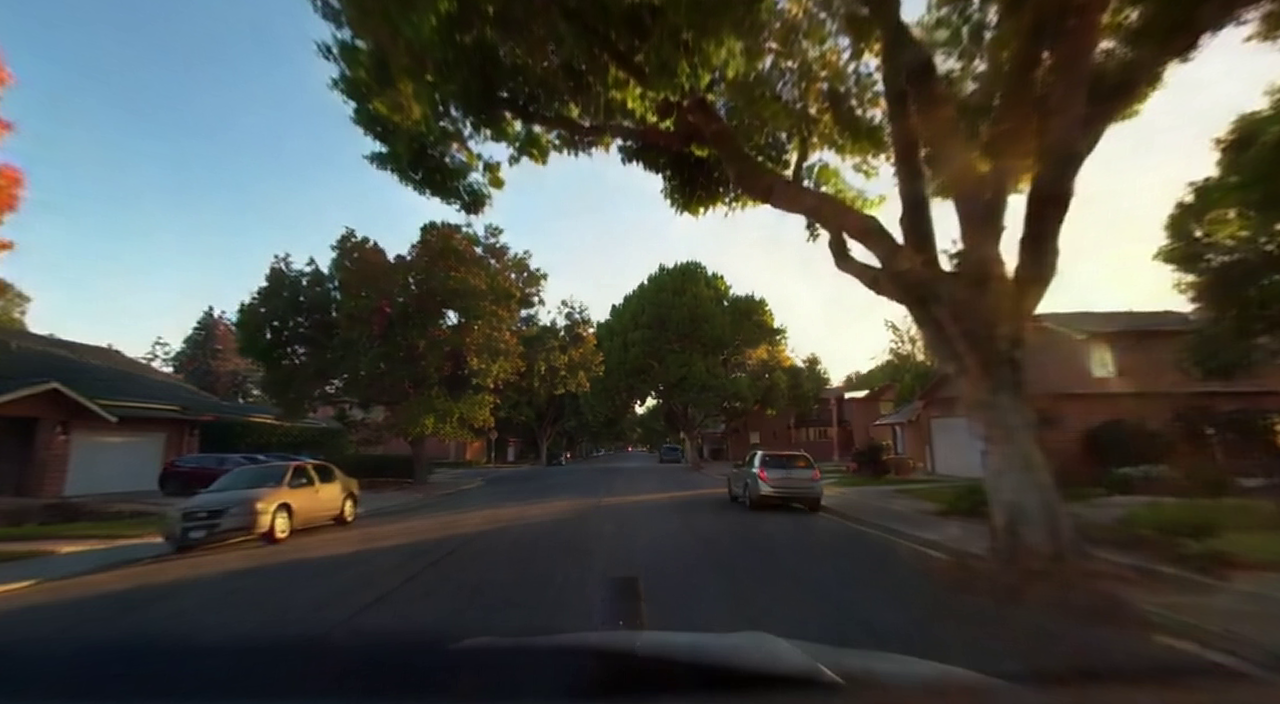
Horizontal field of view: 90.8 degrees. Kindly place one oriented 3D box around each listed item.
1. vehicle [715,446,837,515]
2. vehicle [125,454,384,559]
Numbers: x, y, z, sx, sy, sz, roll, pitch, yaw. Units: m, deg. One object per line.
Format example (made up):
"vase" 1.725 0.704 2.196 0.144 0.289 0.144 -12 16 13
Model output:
"vehicle" 3.245 3.142 16.054 1.986 1.476 4.306 0 -9 -3
"vehicle" -6.649 2.660 11.685 2.035 1.480 4.508 0 -9 -1
